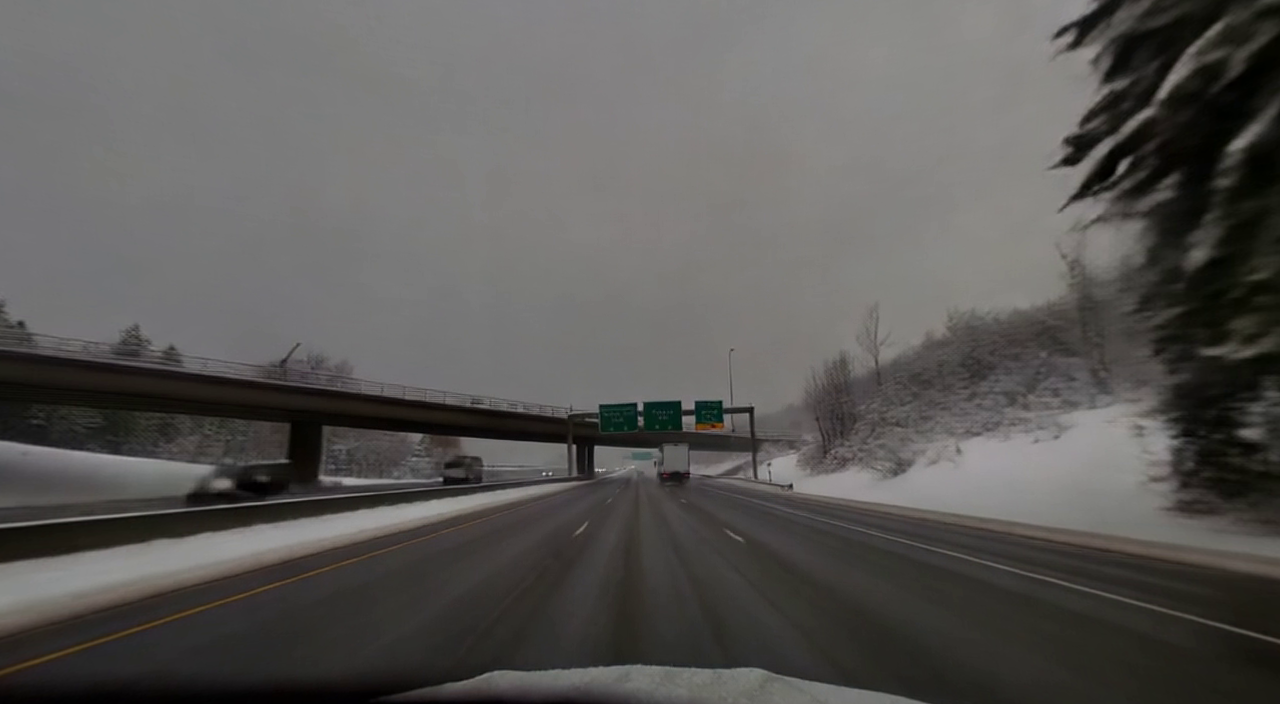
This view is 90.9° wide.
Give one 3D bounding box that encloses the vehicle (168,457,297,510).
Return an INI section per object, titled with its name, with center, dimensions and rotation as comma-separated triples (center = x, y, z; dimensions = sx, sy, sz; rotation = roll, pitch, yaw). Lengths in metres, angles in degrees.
[vehicle]
center = -16.895, 5.462, 26.509
dimensions = 2.129, 1.947, 4.811
rotation = 1, -10, 0
